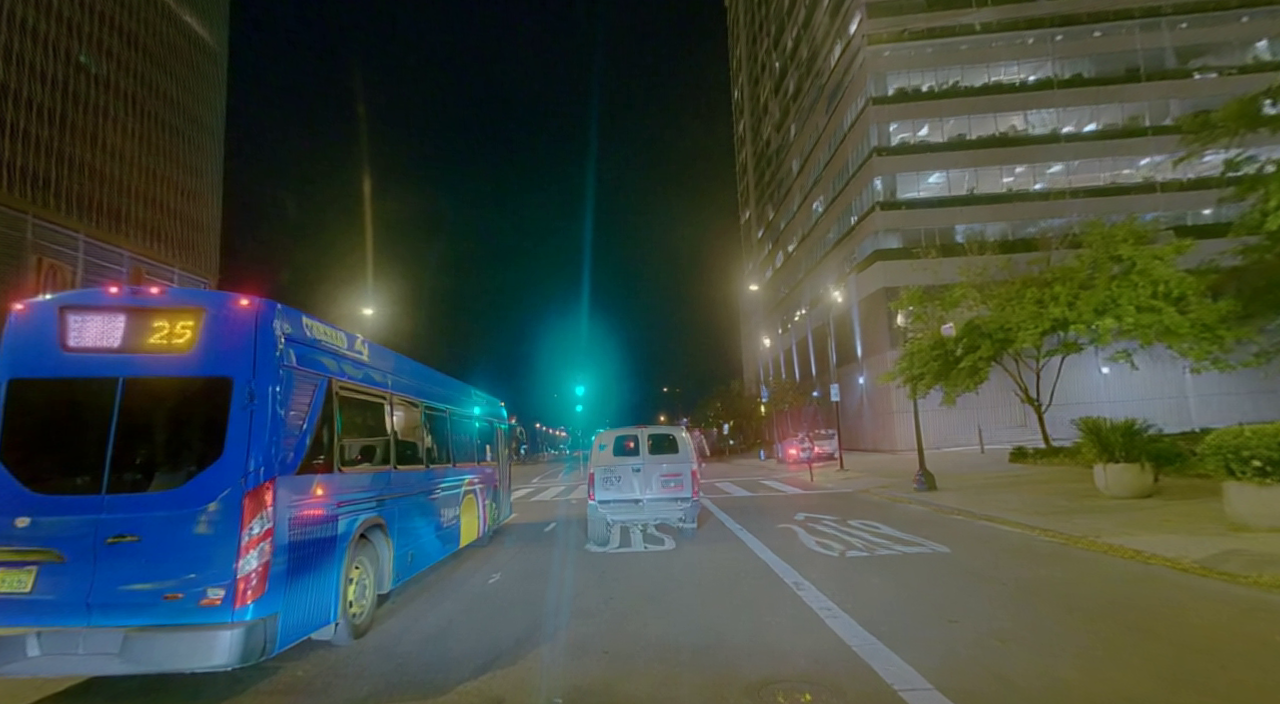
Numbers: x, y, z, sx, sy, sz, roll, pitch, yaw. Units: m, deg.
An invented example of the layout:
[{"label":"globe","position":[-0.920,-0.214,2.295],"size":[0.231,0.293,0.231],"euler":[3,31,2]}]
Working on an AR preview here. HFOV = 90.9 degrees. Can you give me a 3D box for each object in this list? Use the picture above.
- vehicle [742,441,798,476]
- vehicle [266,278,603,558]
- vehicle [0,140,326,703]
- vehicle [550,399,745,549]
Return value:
[{"label":"vehicle","position":[6.177,5.100,30.456],"size":[1.919,1.529,4.059],"euler":[0,-9,1]},{"label":"vehicle","position":[-2.887,1.789,14.562],"size":[3.042,3.445,13.615],"euler":[0,-9,1]},{"label":"vehicle","position":[-2.755,0.332,0.234],"size":[2.329,2.089,5.659],"euler":[0,-9,0]},{"label":"vehicle","position":[0.125,1.901,10.344],"size":[2.500,1.912,4.270],"euler":[0,-9,1]}]
